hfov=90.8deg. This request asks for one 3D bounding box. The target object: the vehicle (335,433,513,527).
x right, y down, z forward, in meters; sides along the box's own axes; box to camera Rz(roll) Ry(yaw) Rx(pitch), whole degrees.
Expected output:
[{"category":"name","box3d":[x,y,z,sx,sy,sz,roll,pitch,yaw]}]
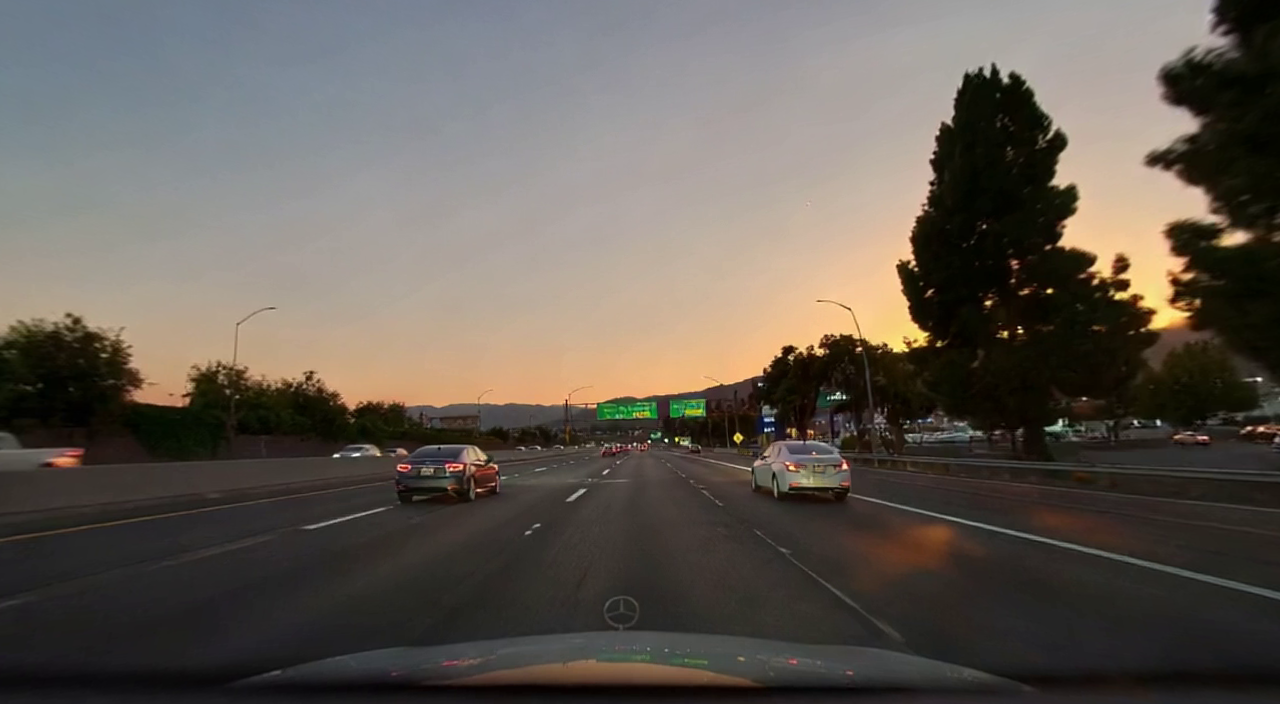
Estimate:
[{"category":"vehicle","box3d":[-3.941,2.387,12.399,1.939,1.508,4.272,0,-8,1]}]

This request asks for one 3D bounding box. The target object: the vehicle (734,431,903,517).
[{"category":"vehicle","box3d":[3.523,2.521,13.670,2.164,1.507,4.914,0,-8,-1]}]
